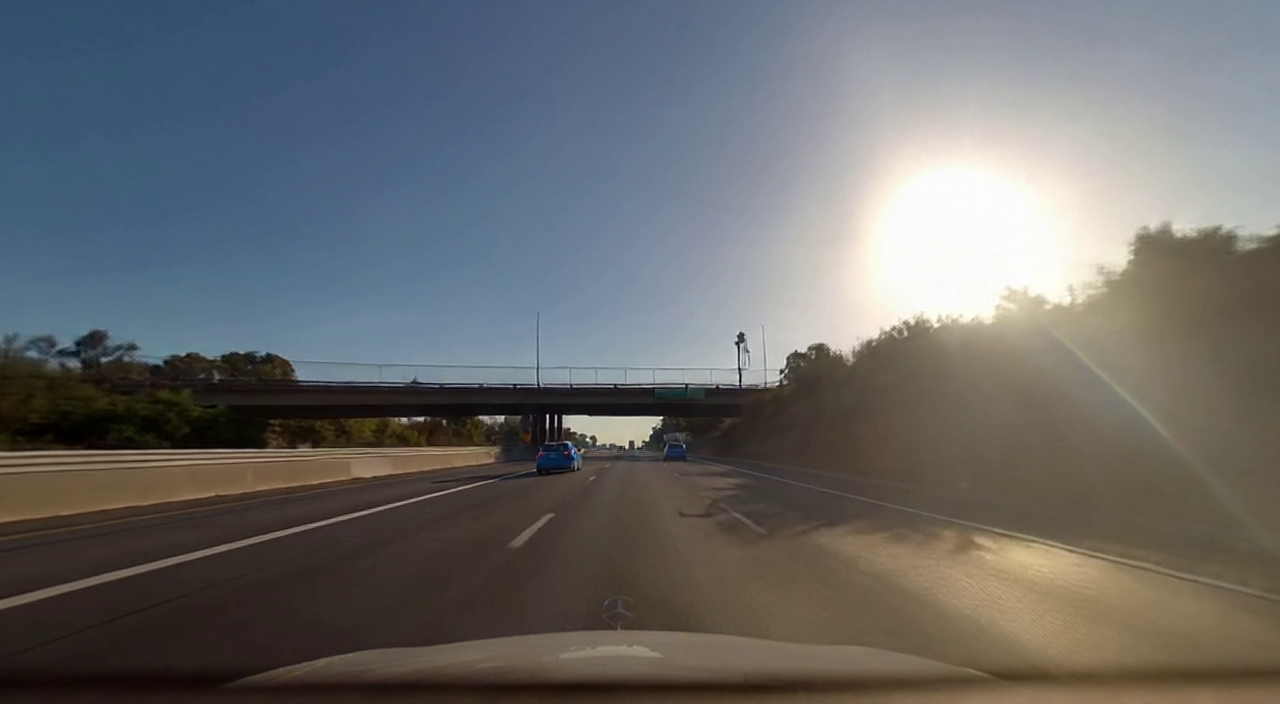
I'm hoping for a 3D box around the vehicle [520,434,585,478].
[{"bbox_3d":[-3.799,4.661,28.447,2.205,1.773,5.124,0,-9,0],"label":"vehicle"}]
